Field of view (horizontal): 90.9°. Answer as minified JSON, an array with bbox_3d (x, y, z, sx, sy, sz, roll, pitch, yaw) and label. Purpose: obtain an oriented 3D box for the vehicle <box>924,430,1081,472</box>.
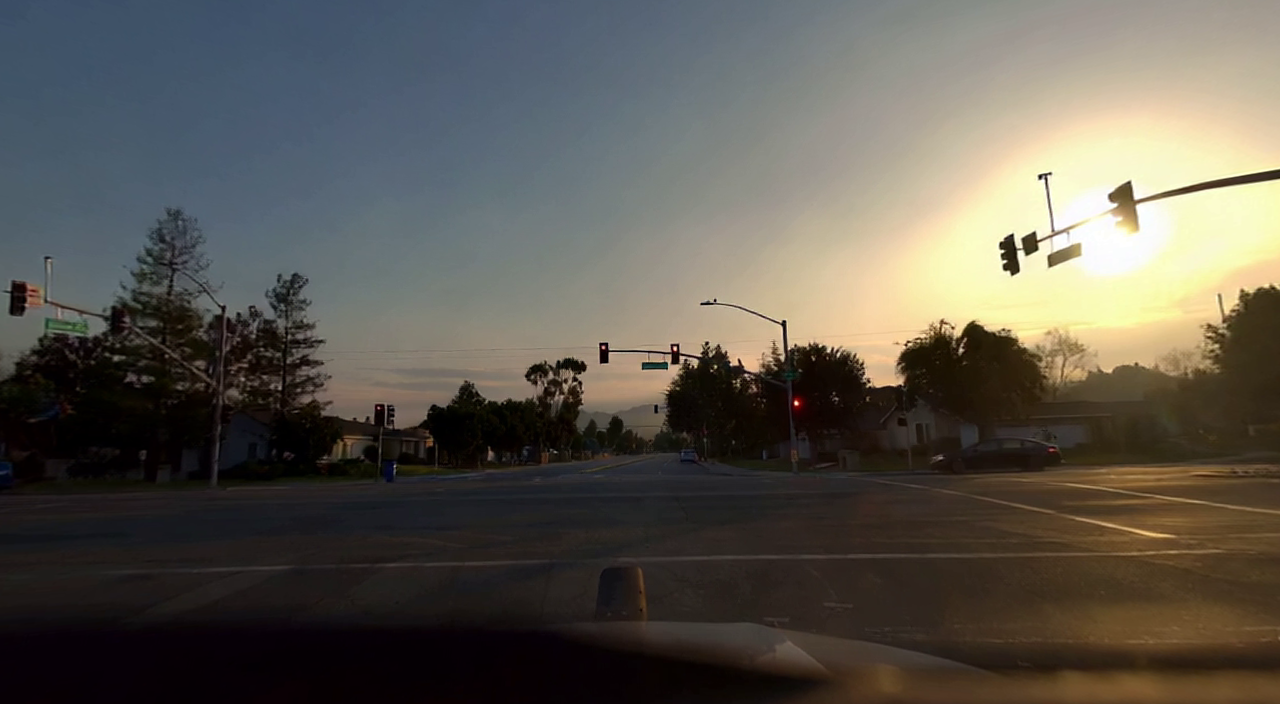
[{"bbox_3d":[13.057,3.584,22.872,4.562,1.460,1.822,0,-8,-1],"label":"vehicle"}]
